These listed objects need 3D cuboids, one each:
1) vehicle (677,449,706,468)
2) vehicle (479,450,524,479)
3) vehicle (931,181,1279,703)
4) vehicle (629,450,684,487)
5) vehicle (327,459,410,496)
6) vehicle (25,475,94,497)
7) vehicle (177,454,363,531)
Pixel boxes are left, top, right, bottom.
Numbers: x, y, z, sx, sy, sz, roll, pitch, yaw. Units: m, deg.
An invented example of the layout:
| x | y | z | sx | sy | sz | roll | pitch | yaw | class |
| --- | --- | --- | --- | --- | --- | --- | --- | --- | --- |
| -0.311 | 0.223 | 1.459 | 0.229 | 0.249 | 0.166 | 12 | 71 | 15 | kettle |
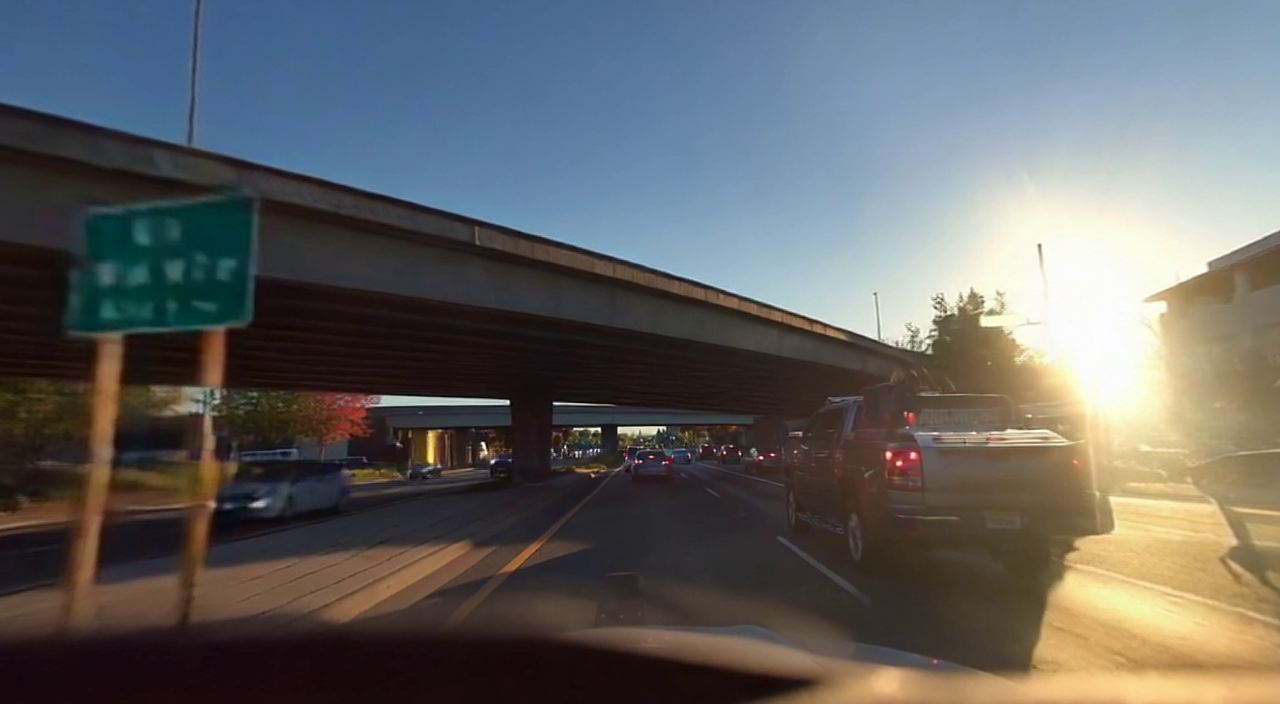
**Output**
| x | y | z | sx | sy | sz | roll | pitch | yaw | class |
| --- | --- | --- | --- | --- | --- | --- | --- | --- | --- |
| 4.021 | 8.397 | 49.979 | 1.962 | 1.431 | 4.205 | 0 | -8 | 1 | vehicle |
| -8.631 | 7.054 | 39.746 | 1.897 | 1.663 | 3.838 | 0 | -8 | 1 | vehicle |
| 3.527 | 0.589 | 2.285 | 2.588 | 2.321 | 4.927 | 0 | -8 | 1 | vehicle |
| 0.624 | 4.609 | 25.349 | 2.027 | 1.341 | 3.775 | 0 | -8 | 0 | vehicle |
| -12.168 | 5.610 | 28.623 | 1.798 | 1.434 | 4.356 | -1 | -9 | 0 | vehicle |
| -43.467 | 10.010 | 47.318 | 3.608 | 1.417 | 1.601 | 1 | -9 | 5 | vehicle |
| -8.350 | 3.161 | 14.780 | 1.858 | 1.494 | 4.034 | 0 | -8 | 0 | vehicle |
